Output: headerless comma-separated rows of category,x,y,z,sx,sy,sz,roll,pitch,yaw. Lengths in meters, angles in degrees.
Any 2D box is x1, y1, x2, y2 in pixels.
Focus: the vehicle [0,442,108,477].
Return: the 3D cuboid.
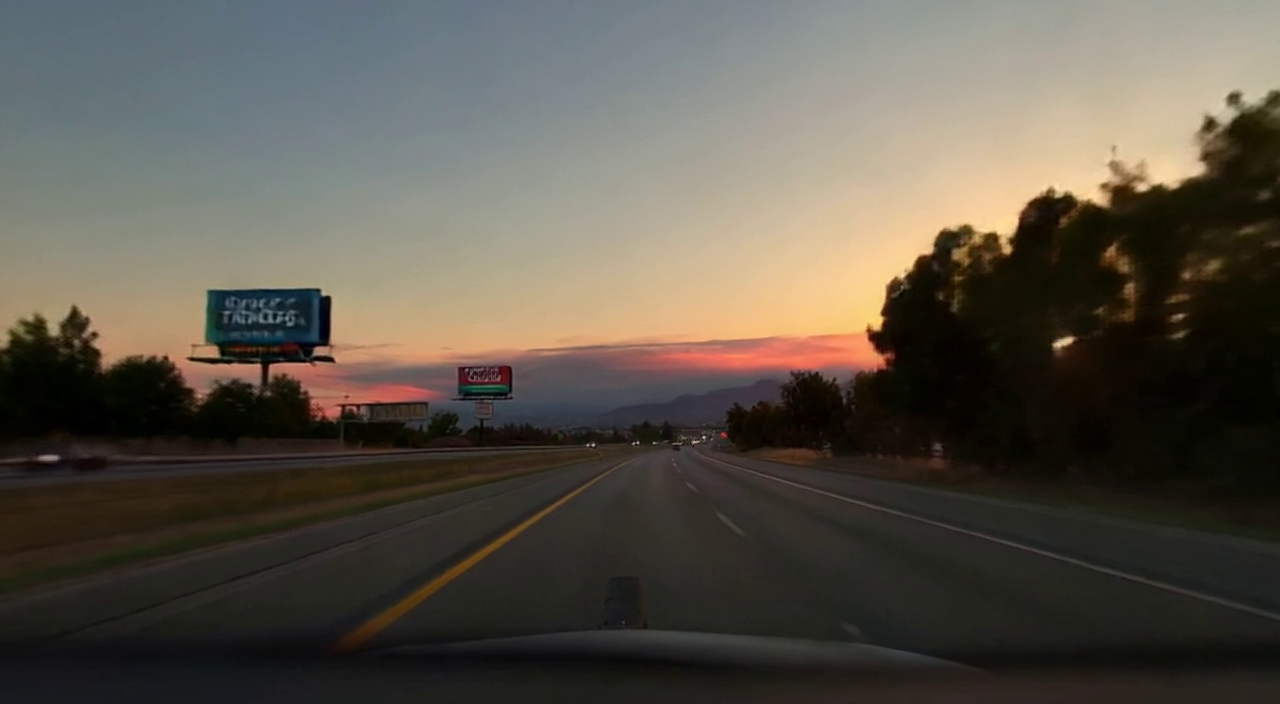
vehicle,-27.945,5.008,29.676,1.845,1.504,4.445,0,-8,2
